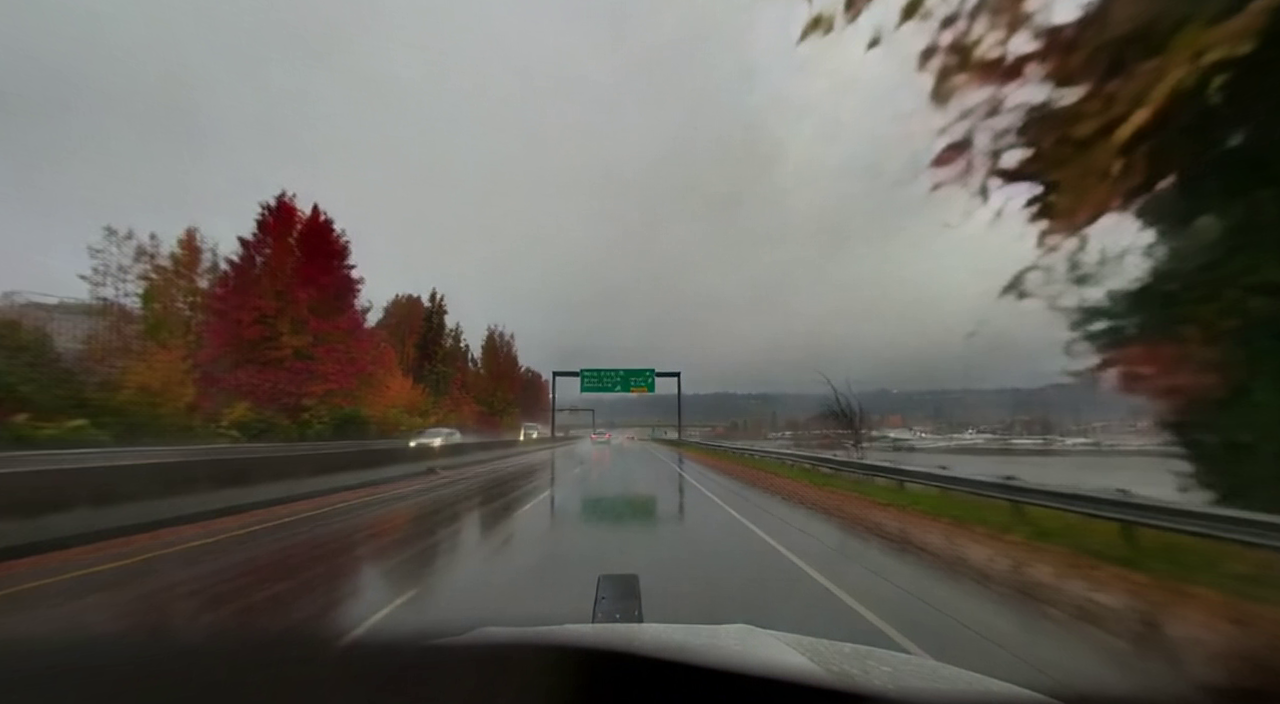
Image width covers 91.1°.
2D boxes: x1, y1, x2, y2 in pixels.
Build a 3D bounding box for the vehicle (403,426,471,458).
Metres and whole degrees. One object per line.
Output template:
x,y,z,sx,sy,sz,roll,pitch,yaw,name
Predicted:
-12.106,5.416,37.974,2.233,1.788,5.640,0,-8,-1,vehicle
